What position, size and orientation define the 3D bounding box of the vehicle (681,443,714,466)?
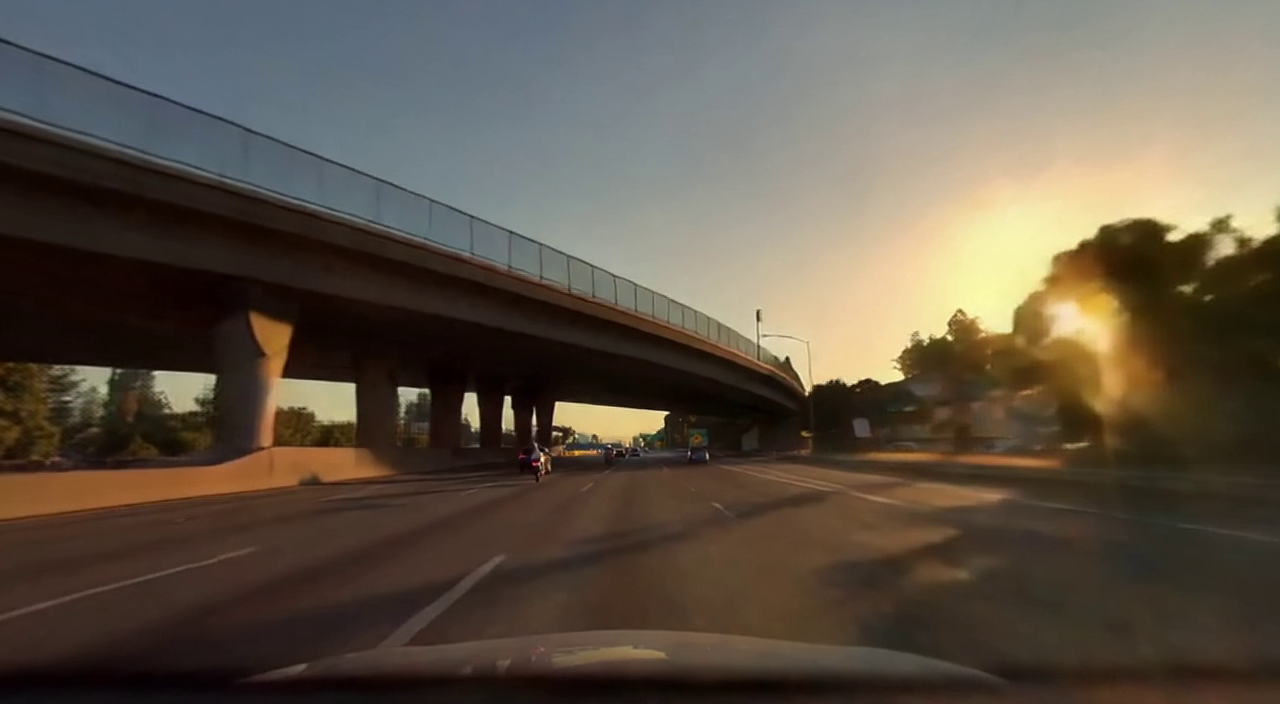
[{"bbox_3d":[4.334,7.792,48.024,2.047,1.662,4.243,0,-9,-1],"label":"vehicle"}]
